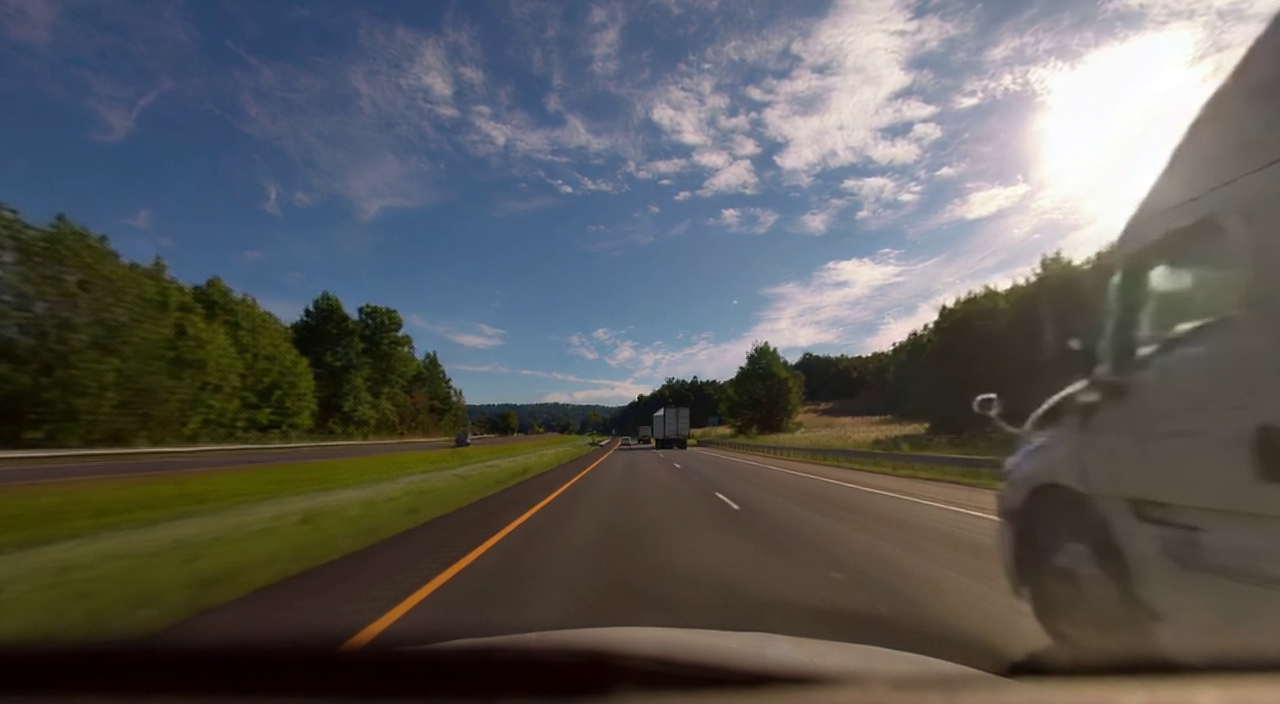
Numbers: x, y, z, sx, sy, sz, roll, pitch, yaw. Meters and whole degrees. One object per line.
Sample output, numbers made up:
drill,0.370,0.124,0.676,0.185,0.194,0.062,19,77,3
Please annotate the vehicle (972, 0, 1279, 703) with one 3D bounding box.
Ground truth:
vehicle,4.233,-0.413,1.741,3.073,3.927,6.116,0,-8,-1
